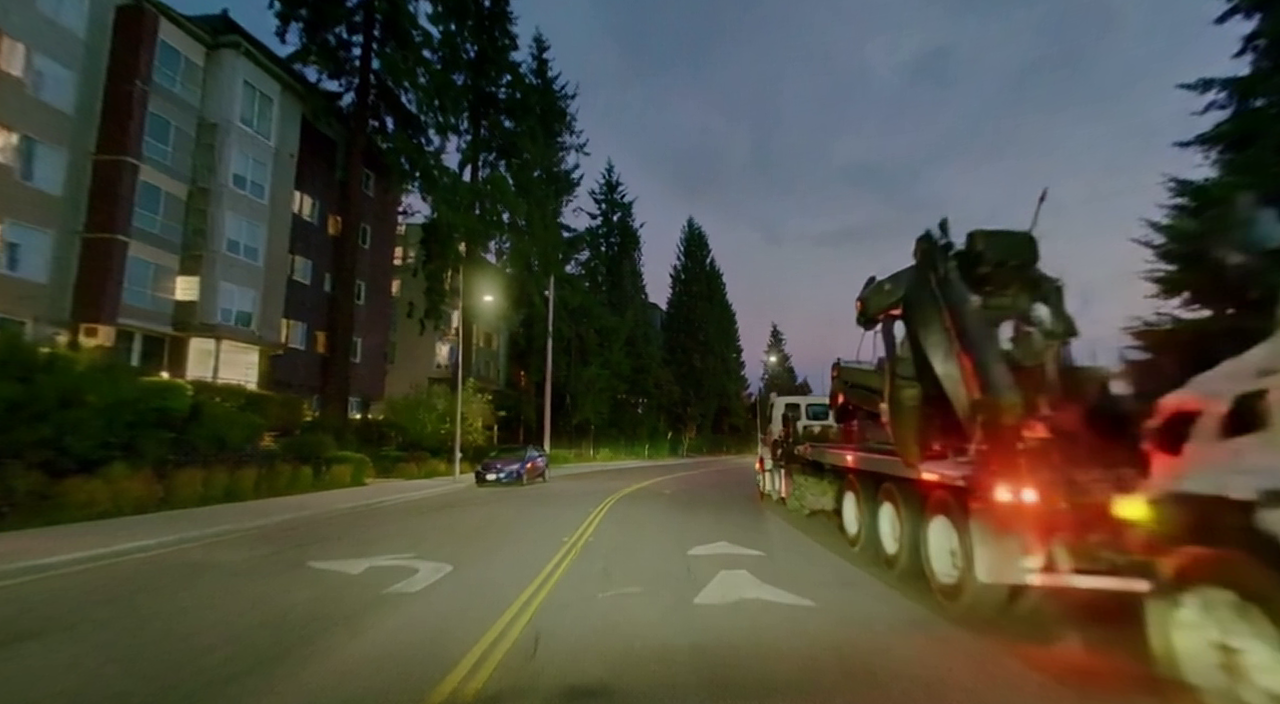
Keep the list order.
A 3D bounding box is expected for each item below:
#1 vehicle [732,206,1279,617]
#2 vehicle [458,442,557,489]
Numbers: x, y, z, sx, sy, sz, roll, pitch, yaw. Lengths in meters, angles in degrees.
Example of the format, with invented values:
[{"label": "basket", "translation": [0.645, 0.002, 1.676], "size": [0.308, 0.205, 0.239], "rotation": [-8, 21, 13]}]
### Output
[{"label": "vehicle", "translation": [3.915, 1.436, 11.001], "size": [2.834, 3.143, 12.517], "rotation": [0, -10, 0]}, {"label": "vehicle", "translation": [-4.539, 3.938, 22.382], "size": [1.930, 1.487, 4.213], "rotation": [-1, -8, 10]}]
